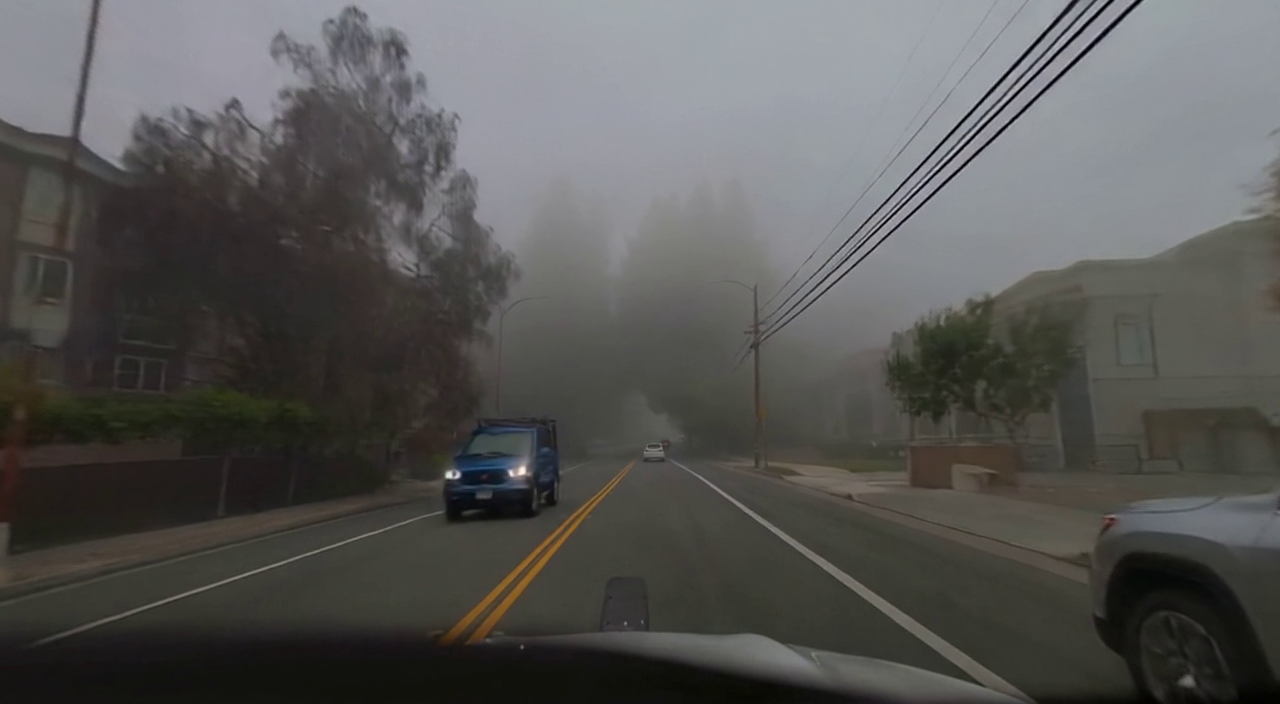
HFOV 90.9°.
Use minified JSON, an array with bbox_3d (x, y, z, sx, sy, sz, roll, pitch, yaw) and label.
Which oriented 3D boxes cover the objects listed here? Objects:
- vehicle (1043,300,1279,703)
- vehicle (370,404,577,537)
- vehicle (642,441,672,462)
[{"bbox_3d":[3.447,0.574,1.242,2.130,1.863,4.844,0,-9,1],"label":"vehicle"},{"bbox_3d":[-2.863,2.266,12.740,2.469,2.023,5.896,0,-8,1],"label":"vehicle"},{"bbox_3d":[1.246,7.485,47.367,2.097,1.463,4.043,0,-8,0],"label":"vehicle"}]
